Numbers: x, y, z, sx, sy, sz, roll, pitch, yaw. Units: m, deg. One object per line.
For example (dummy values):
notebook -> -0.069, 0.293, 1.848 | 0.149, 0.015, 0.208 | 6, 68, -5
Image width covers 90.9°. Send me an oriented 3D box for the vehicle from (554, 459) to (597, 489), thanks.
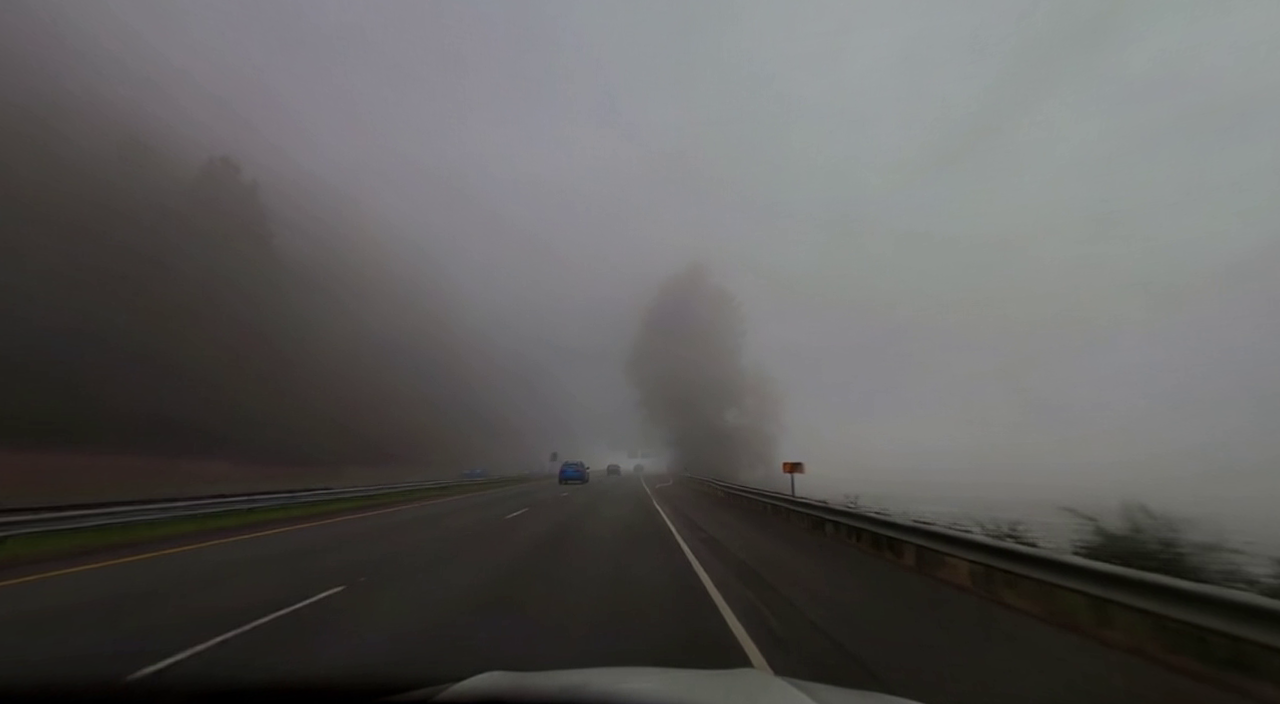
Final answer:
vehicle -> -3.758, 7.278, 37.624 | 2.042, 1.629, 4.276 | 1, -10, 1
